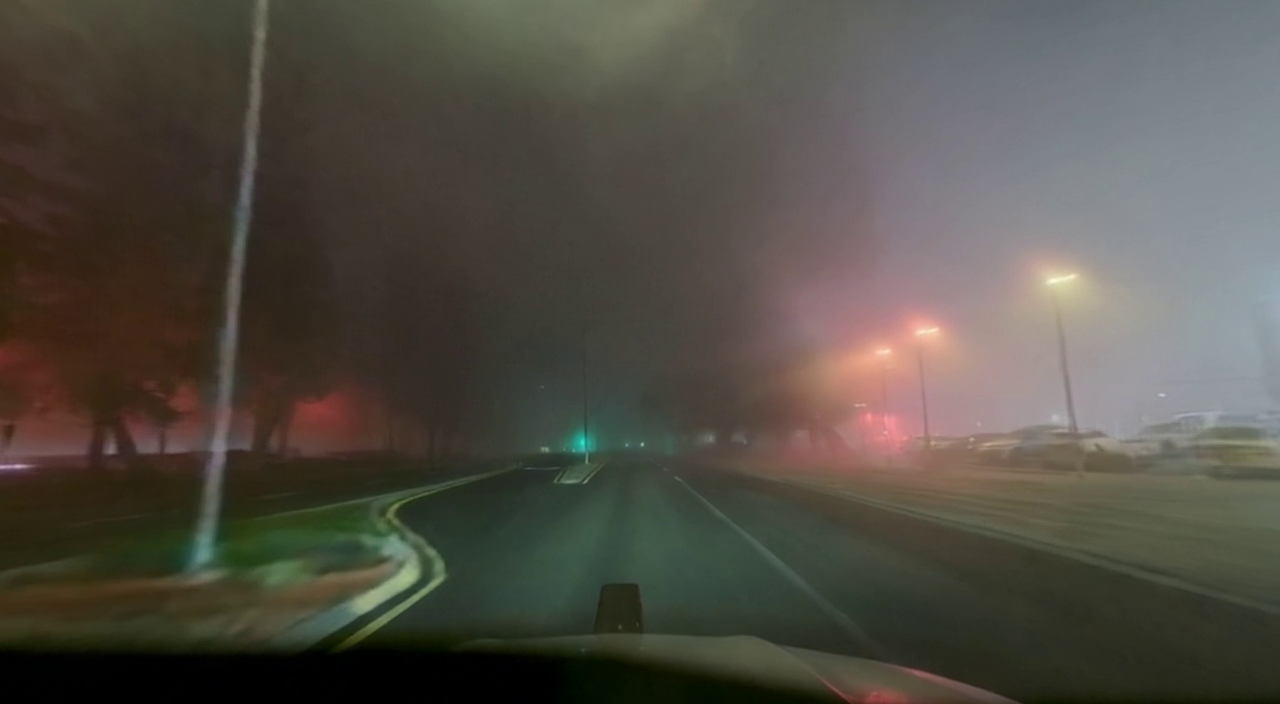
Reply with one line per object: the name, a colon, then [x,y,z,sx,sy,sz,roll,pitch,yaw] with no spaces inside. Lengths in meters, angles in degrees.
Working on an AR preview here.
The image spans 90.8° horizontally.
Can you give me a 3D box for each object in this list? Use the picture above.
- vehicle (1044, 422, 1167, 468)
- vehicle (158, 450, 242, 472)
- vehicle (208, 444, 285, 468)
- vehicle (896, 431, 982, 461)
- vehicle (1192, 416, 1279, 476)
vehicle: [18.284,3.652,24.798,4.493,1.632,1.985,4,-10,-28]
vehicle: [-30.337,7.525,43.613,4.401,1.460,1.825,0,-8,-1]
vehicle: [-30.236,8.018,48.619,4.528,1.695,1.945,-1,-9,-3]
vehicle: [17.584,5.502,37.115,4.638,1.648,1.887,4,-9,-24]
vehicle: [18.941,2.838,19.088,4.515,1.606,1.910,5,-10,-30]
